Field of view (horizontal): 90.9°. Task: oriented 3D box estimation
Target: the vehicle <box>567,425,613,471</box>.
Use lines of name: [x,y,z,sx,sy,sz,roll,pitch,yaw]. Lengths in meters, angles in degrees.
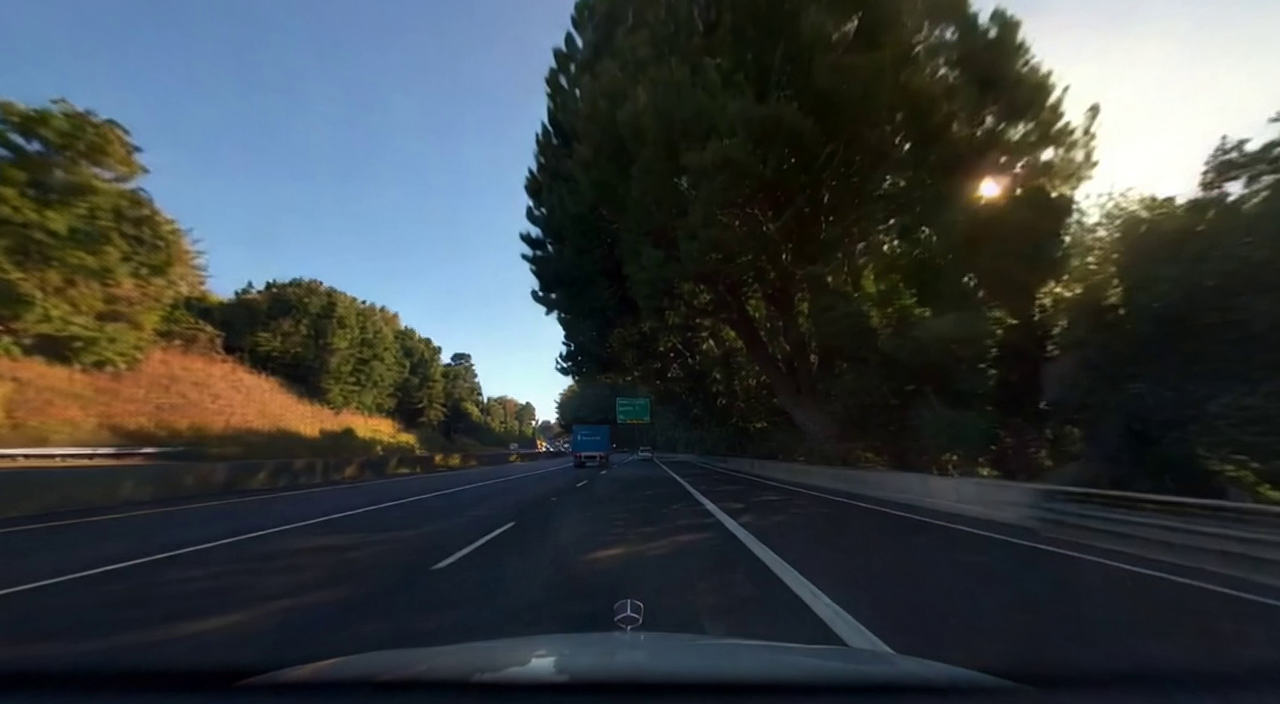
vehicle: [-3.610,7.188,47.125,2.695,3.151,6.885,0,-9,1]
